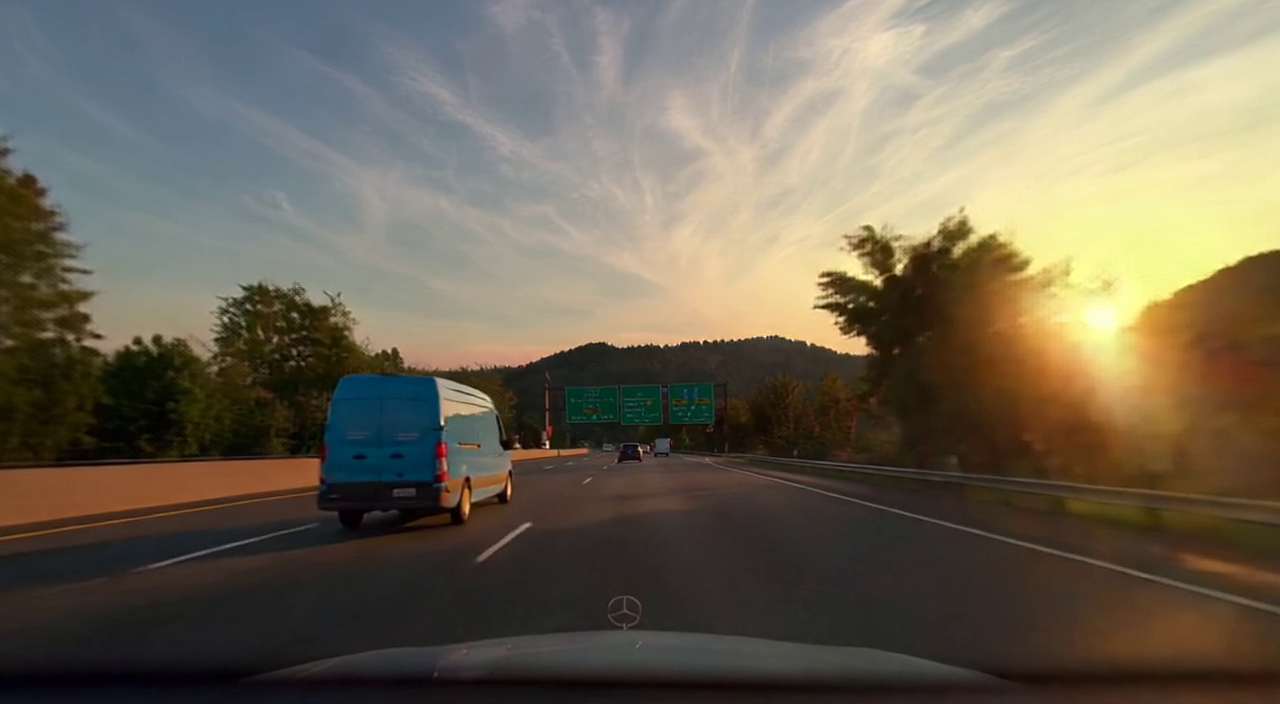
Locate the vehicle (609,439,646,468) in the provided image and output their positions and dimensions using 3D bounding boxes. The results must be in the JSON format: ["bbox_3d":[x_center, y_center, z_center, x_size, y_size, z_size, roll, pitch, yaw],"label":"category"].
[{"bbox_3d":[-0.714,6.340,39.499,2.183,1.662,3.968,0,-9,1],"label":"vehicle"}]

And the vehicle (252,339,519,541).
[{"bbox_3d":[-4.016,1.626,11.614,2.382,2.736,5.982,0,-9,0],"label":"vehicle"}]
